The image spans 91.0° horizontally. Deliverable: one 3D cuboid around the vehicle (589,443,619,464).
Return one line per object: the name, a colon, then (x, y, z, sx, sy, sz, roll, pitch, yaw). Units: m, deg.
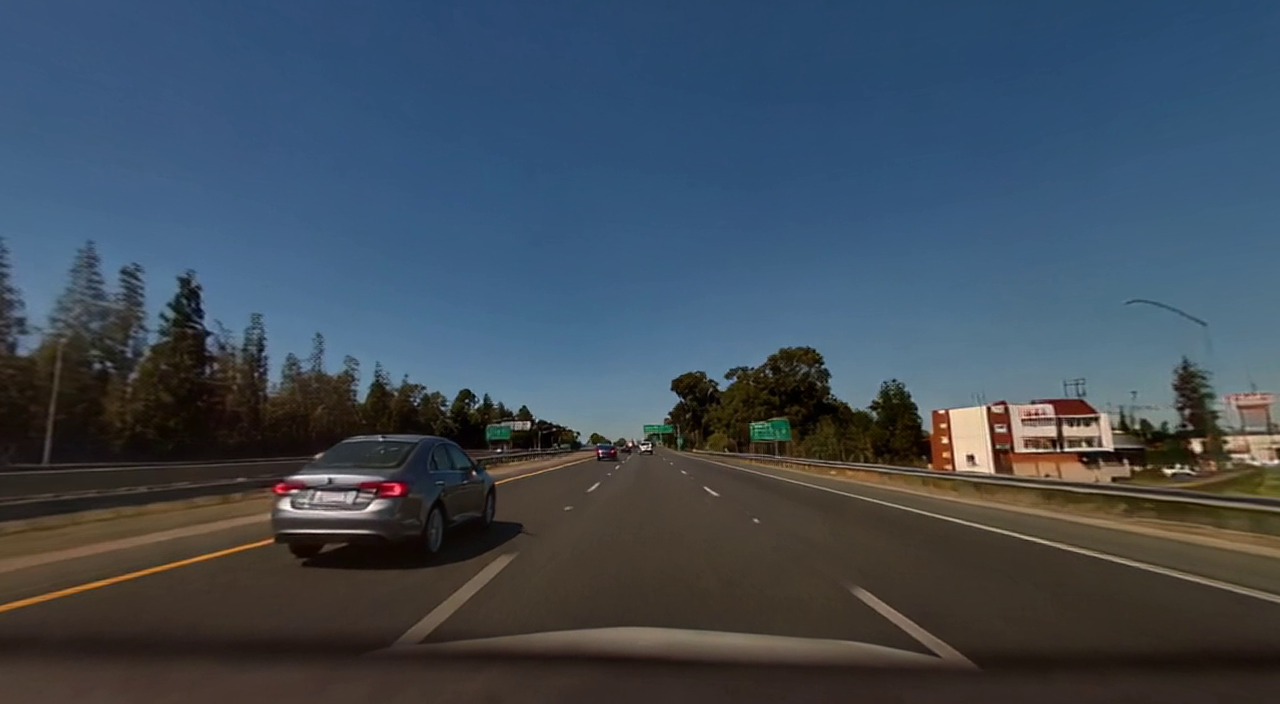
vehicle: (-2.757, 7.909, 49.267, 2.015, 1.557, 4.229, 0, -9, 0)
